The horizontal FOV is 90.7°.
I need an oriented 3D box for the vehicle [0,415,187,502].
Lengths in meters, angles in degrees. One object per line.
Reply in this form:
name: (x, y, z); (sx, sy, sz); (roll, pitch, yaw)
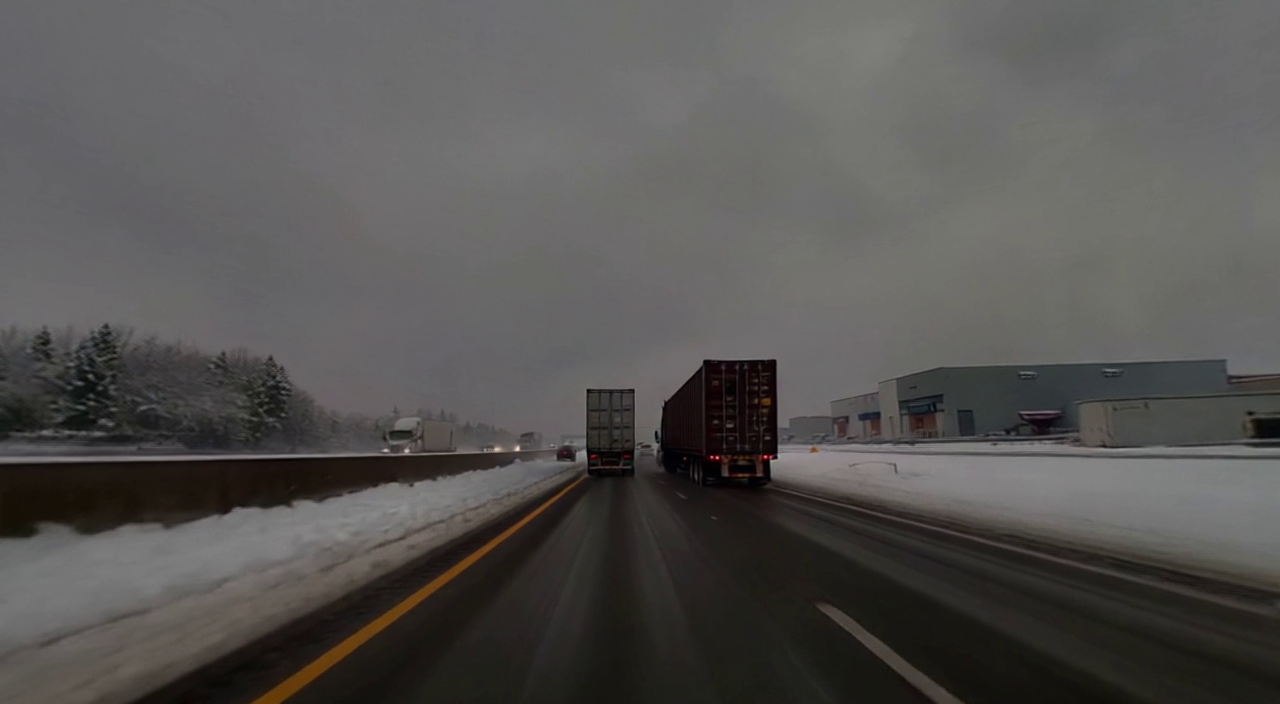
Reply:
vehicle: (-12.725, 2.335, 14.069); (1.968, 1.601, 4.575); (0, -9, -1)

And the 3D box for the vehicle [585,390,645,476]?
vehicle: (-1.319, 4.782, 36.408); (2.841, 4.071, 12.046); (0, -8, -1)

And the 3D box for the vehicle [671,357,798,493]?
vehicle: (3.150, 3.125, 25.414); (2.803, 4.072, 12.744); (0, -9, -1)
